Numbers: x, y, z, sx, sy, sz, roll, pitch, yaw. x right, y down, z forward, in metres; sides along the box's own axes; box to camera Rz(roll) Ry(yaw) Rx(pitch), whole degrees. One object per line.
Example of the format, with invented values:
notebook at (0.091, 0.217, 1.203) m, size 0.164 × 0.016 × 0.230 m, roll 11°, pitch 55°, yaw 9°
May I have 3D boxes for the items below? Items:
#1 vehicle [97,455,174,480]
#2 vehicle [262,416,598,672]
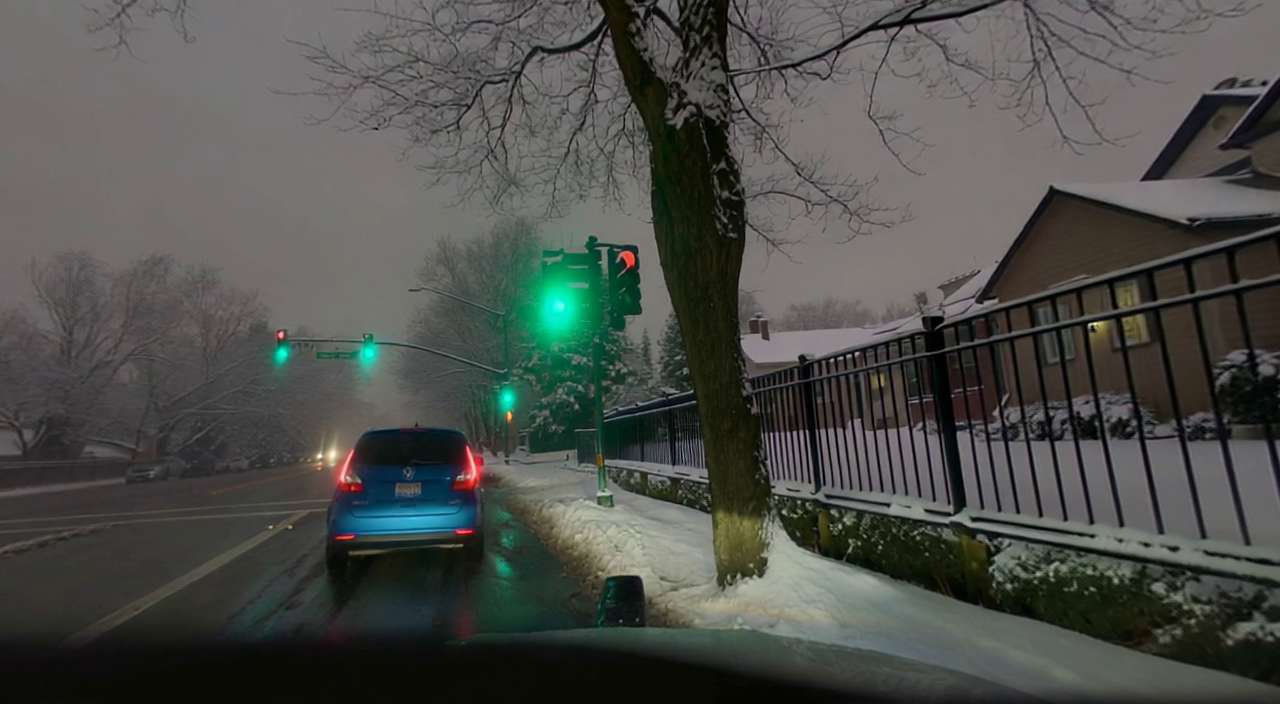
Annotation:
vehicle at (-37.399, 8.549, 46.933) m, size 3.959 × 1.680 × 1.785 m, roll 2°, pitch -9°, yaw -12°
vehicle at (-1.825, 1.445, 5.879) m, size 2.024 × 1.502 × 3.702 m, roll 3°, pitch -9°, yaw -17°
